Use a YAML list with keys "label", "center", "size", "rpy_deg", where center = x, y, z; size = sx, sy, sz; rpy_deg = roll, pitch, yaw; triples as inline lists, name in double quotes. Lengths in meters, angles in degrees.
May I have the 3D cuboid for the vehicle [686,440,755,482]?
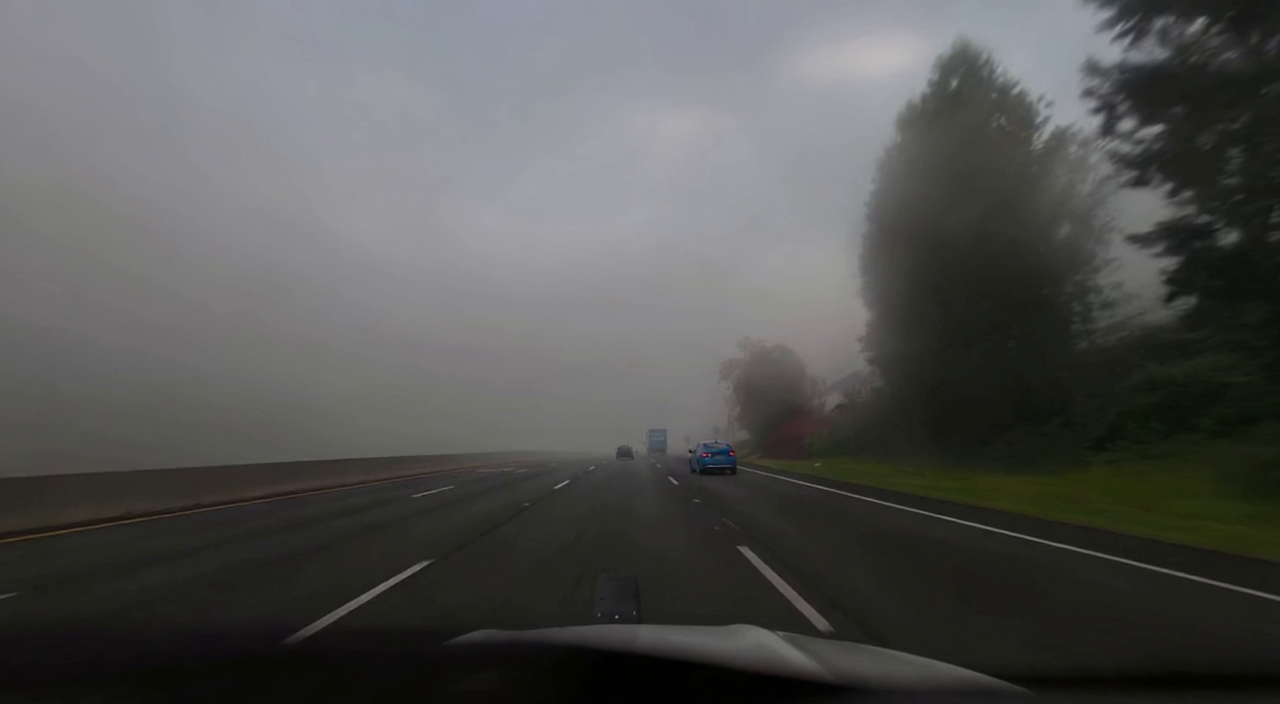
- label: "vehicle"
  center: [3.005, 4.153, 24.336]
  size: [2.048, 1.482, 3.956]
  rpy_deg: [0, -8, -2]
